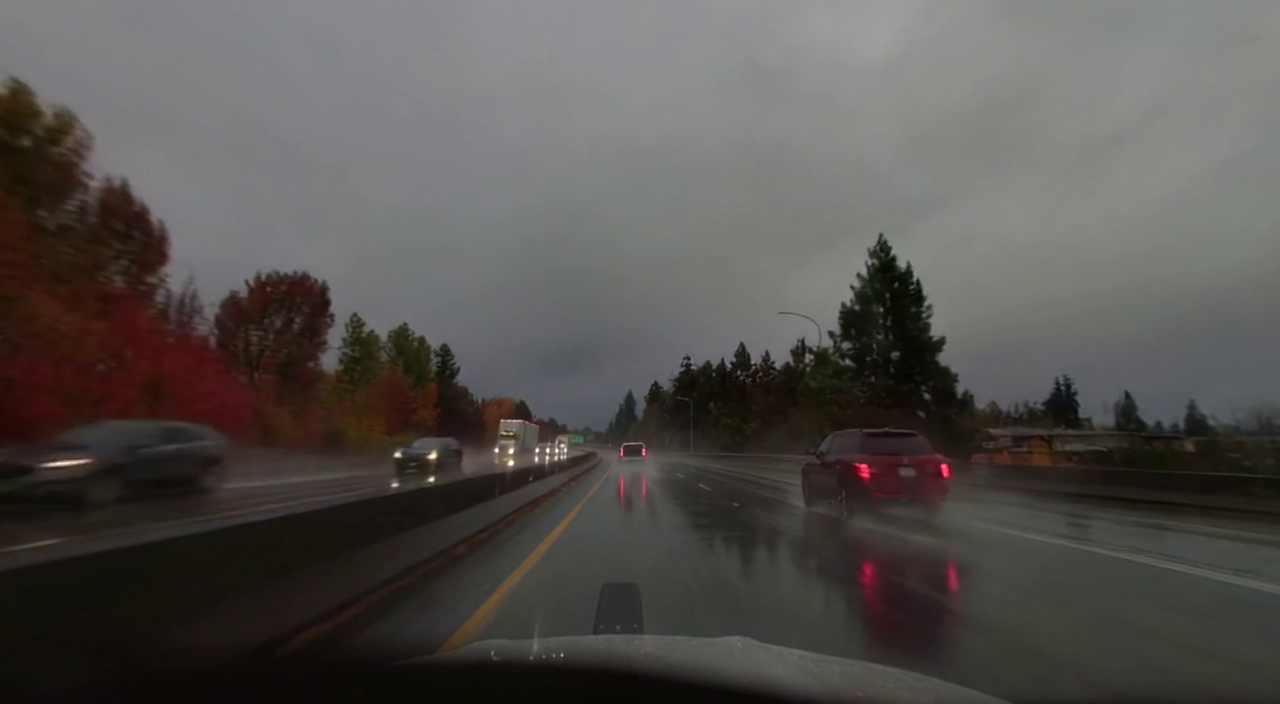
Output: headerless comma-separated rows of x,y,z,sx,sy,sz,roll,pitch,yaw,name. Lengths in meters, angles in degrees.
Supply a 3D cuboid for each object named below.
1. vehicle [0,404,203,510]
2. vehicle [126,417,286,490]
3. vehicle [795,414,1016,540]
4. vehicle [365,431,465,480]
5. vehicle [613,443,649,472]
-12.310,2.248,13.620,2.160,1.890,4.748,-1,-9,0,vehicle
-12.374,2.914,18.202,2.022,1.882,3.487,-1,-9,1,vehicle
4.259,2.073,10.951,1.982,1.745,4.151,0,-9,0,vehicle
-8.332,3.871,23.670,2.047,1.628,4.536,-1,-9,1,vehicle
-0.591,6.681,39.928,2.151,1.693,4.201,0,-9,-1,vehicle
